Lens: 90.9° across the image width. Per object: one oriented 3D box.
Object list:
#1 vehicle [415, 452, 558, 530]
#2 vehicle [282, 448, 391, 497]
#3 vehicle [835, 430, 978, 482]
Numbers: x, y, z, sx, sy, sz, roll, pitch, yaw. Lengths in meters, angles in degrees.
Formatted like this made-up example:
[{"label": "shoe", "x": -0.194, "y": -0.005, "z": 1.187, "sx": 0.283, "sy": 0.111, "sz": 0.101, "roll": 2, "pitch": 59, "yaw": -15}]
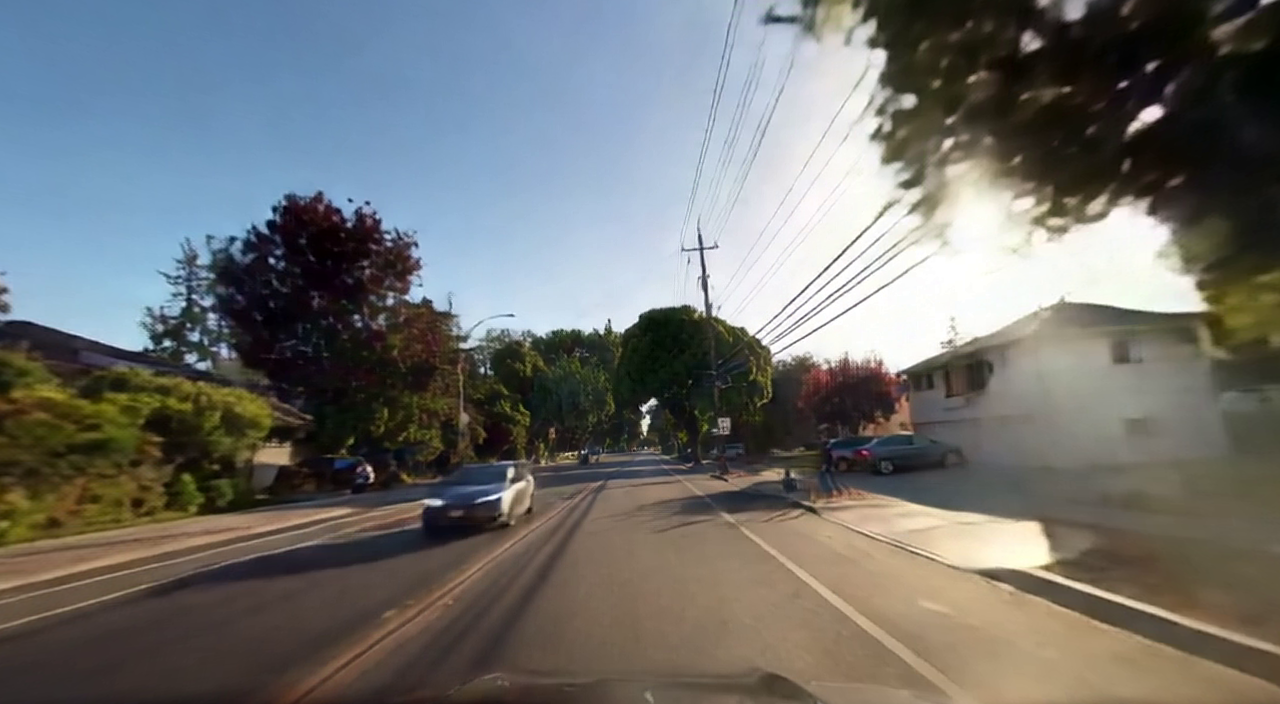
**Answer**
[{"label": "vehicle", "x": -3.072, "y": 2.861, "z": 13.541, "sx": 1.968, "sy": 1.394, "sz": 3.890, "roll": 0, "pitch": -9, "yaw": 2}, {"label": "vehicle", "x": -13.044, "y": 5.196, "z": 27.521, "sx": 2.053, "sy": 1.906, "sz": 4.889, "roll": 0, "pitch": -9, "yaw": 3}, {"label": "vehicle", "x": 10.434, "y": 4.085, "z": 24.934, "sx": 4.626, "sy": 1.731, "sz": 2.007, "roll": -3, "pitch": -9, "yaw": -1}]
